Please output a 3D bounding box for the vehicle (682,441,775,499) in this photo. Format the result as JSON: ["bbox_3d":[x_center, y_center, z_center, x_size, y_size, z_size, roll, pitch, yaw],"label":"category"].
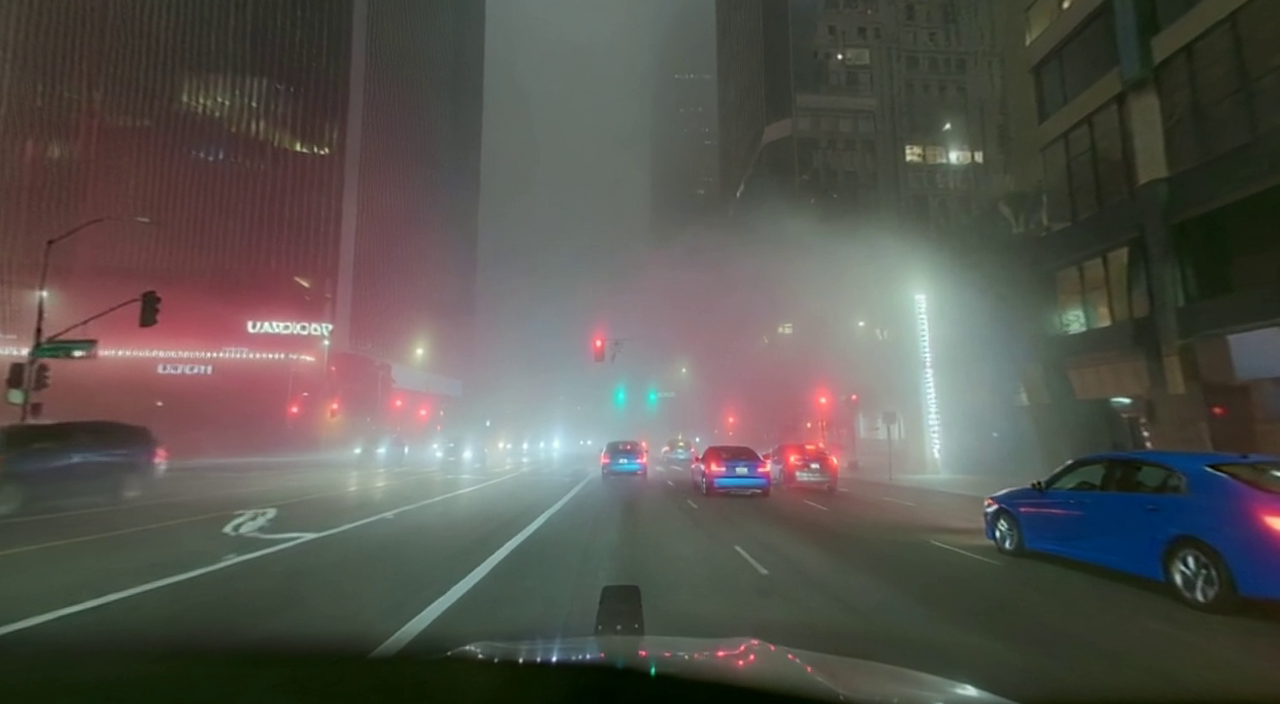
[{"bbox_3d":[2.436,3.389,18.603,1.987,1.484,4.427,1,-9,-2],"label":"vehicle"}]

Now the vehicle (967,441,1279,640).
[{"bbox_3d":[5.746,1.732,6.771,1.914,1.484,4.639,1,-9,-1],"label":"vehicle"}]

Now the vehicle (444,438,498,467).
[{"bbox_3d":[-9.901,5.927,37.446,1.960,1.568,4.511,0,-9,0],"label":"vehicle"}]

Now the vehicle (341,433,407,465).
[{"bbox_3d":[-15.523,5.694,37.139,1.932,1.760,4.422,0,-9,-1],"label":"vehicle"}]

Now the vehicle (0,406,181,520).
[{"bbox_3d":[-12.720,2.266,13.184,2.152,2.035,5.504,0,-9,-1],"label":"vehicle"}]

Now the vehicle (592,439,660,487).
[{"bbox_3d":[-0.457,3.746,21.582,2.096,1.457,4.160,0,-9,-1],"label":"vehicle"}]

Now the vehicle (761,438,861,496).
[{"bbox_3d":[5.609,3.820,21.395,2.015,1.745,4.444,1,-9,-2],"label":"vehicle"}]
